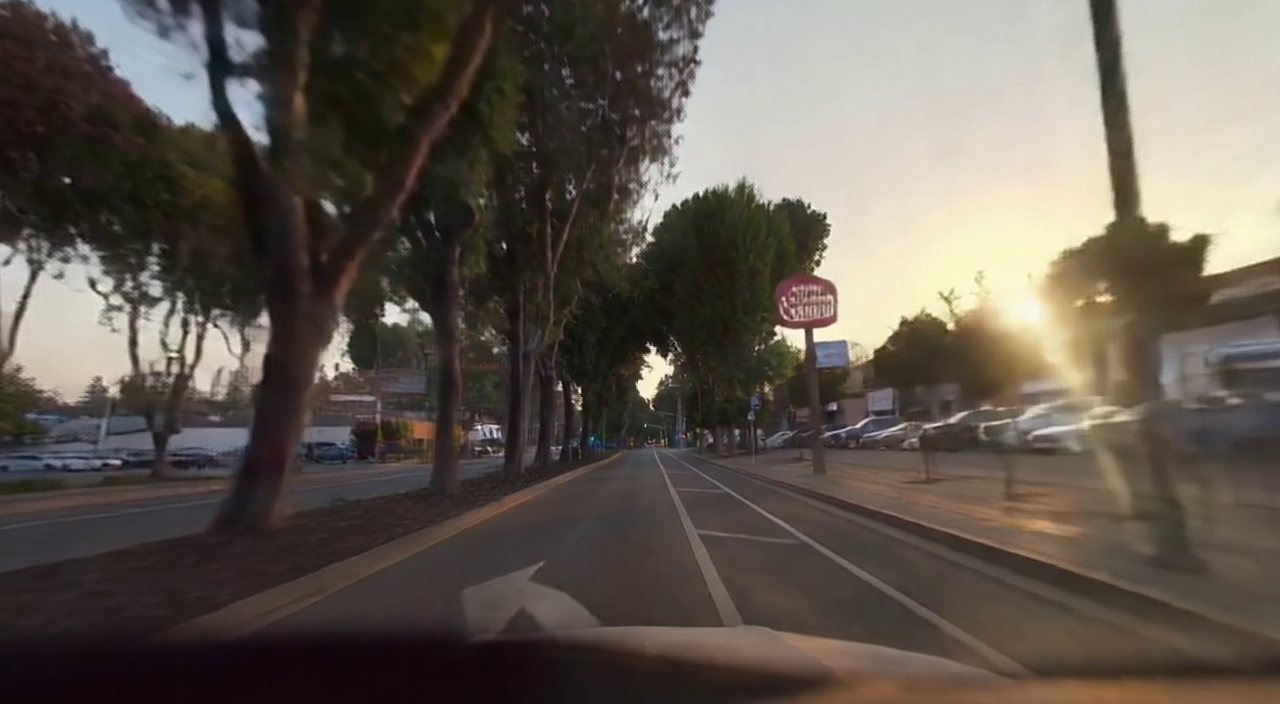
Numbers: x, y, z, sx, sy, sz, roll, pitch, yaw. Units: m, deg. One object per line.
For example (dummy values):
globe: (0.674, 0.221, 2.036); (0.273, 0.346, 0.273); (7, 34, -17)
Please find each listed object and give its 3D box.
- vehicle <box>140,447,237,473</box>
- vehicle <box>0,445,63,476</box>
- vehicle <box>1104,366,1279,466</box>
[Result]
vehicle: (-31.372, 7.492, 43.898); (5.115, 1.744, 2.000); (0, -8, -3)
vehicle: (-44.223, 7.671, 44.744); (4.149, 2.160, 2.240); (0, -8, -2)
vehicle: (12.818, 1.238, 12.888); (4.713, 1.767, 2.268); (-4, -7, 2)
